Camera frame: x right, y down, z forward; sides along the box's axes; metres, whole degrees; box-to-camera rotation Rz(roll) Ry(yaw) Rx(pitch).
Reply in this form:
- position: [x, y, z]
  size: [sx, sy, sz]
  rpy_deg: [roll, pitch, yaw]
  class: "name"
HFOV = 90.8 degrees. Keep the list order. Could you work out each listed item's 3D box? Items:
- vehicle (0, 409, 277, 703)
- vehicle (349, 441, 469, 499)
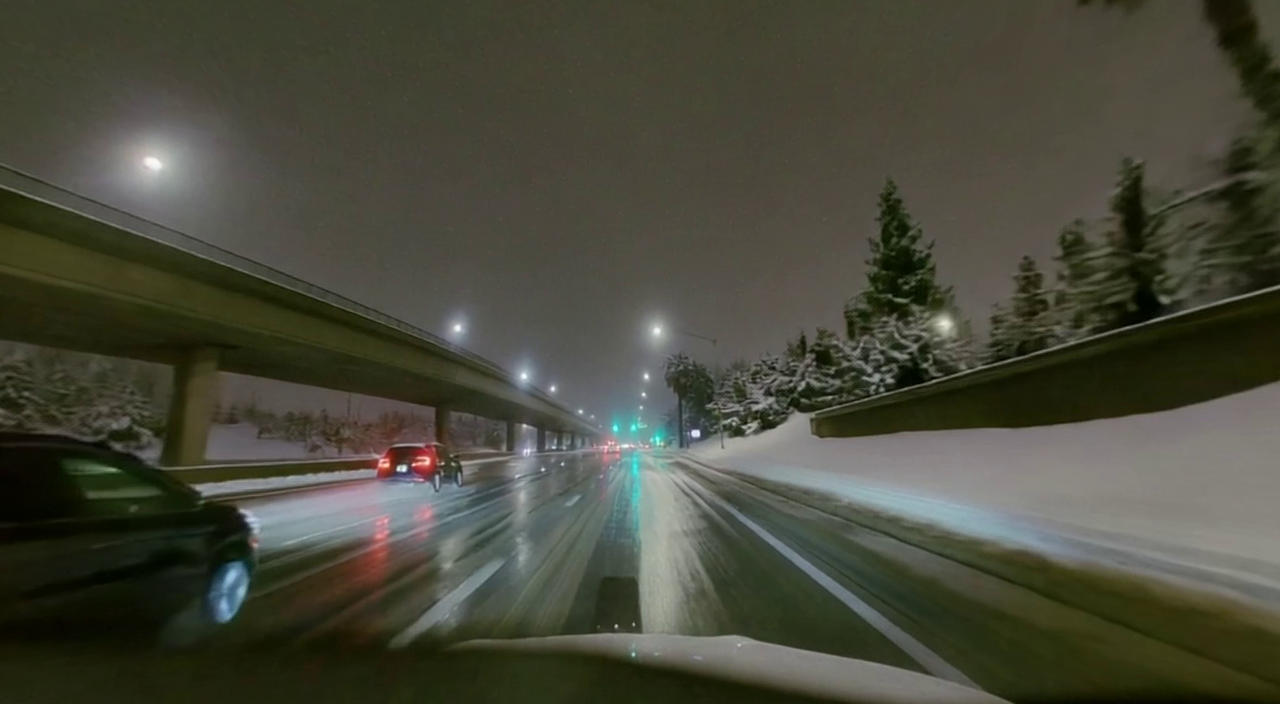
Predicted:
- position: [-3.527, 0.912, 1.989]
  size: [1.978, 1.499, 4.695]
  rpy_deg: [0, -9, 0]
  class: "vehicle"
- position: [-6.661, 3.425, 18.778]
  size: [1.914, 1.503, 4.268]
  rpy_deg: [0, -9, 0]
  class: "vehicle"
